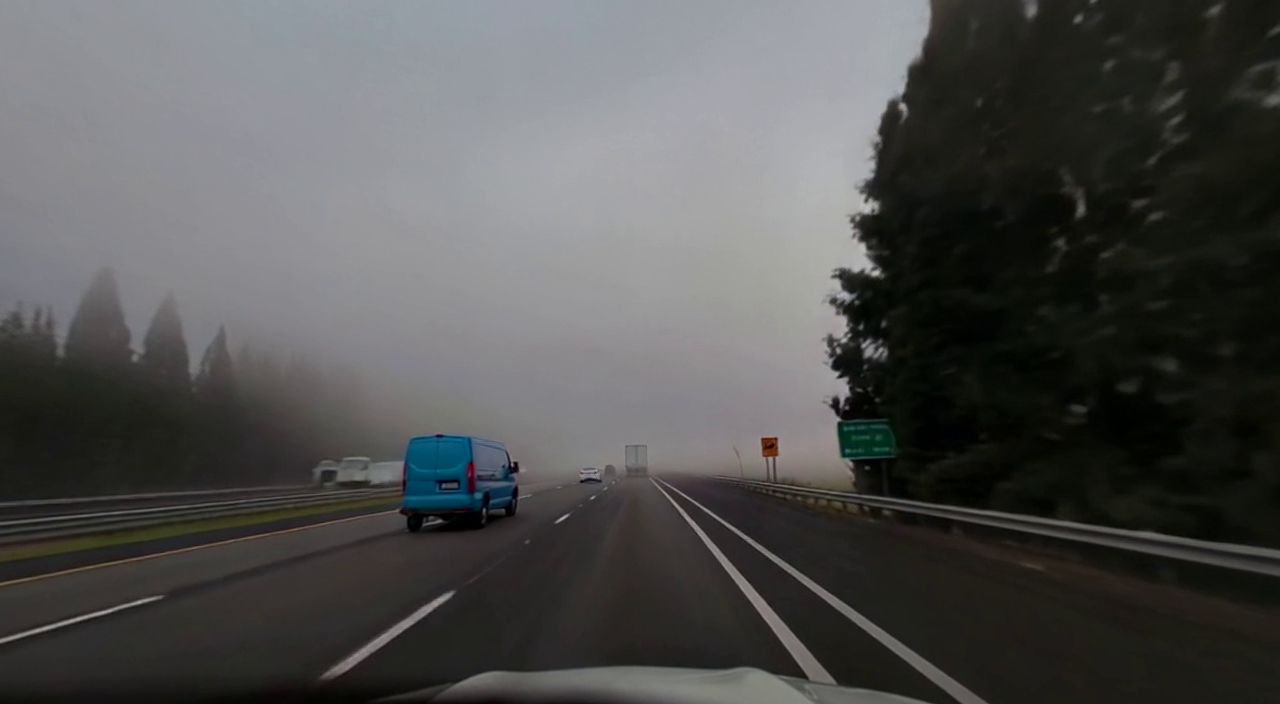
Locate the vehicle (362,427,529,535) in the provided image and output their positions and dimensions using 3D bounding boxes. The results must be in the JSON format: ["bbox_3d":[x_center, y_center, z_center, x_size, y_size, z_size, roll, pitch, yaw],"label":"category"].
[{"bbox_3d":[-4.066,2.856,14.254,2.208,1.973,4.716,0,-10,0],"label":"vehicle"}]
